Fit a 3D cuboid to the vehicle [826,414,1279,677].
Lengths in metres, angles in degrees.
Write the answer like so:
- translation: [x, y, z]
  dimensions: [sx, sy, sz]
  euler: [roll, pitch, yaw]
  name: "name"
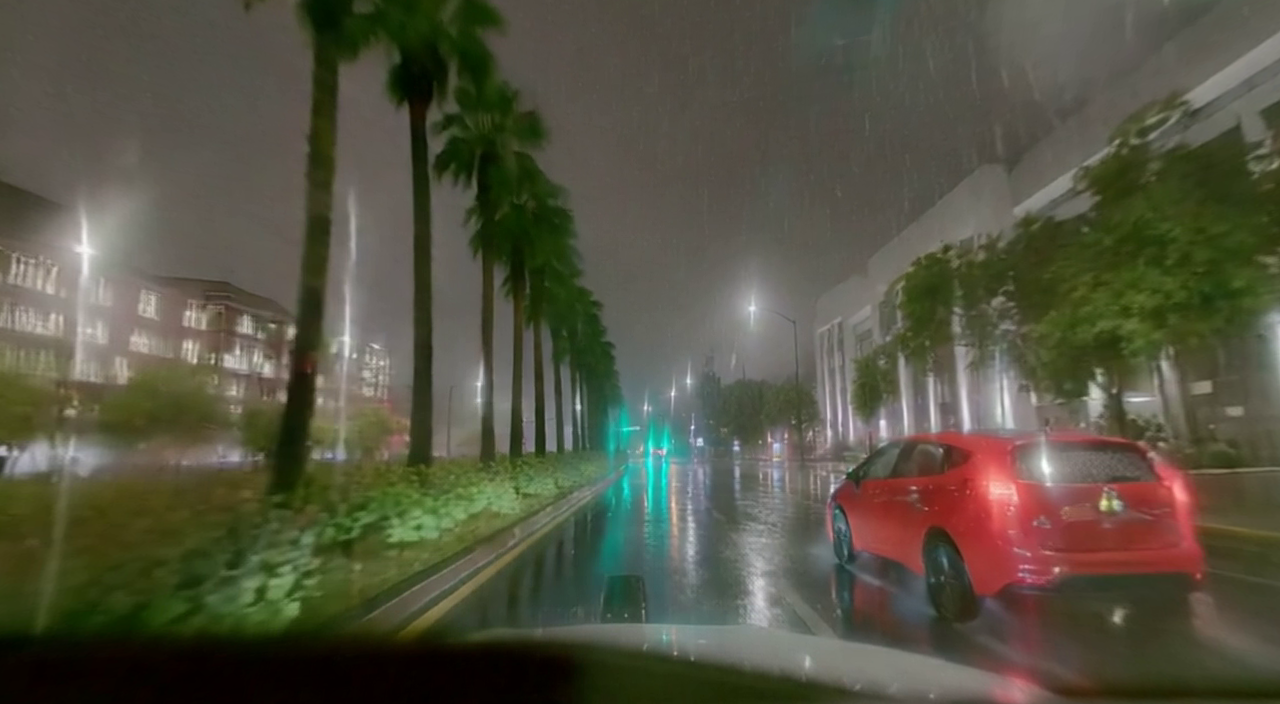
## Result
- translation: [3.368, 1.490, 5.993]
  dimensions: [1.867, 1.554, 4.301]
  euler: [0, -9, 0]
  name: "vehicle"
